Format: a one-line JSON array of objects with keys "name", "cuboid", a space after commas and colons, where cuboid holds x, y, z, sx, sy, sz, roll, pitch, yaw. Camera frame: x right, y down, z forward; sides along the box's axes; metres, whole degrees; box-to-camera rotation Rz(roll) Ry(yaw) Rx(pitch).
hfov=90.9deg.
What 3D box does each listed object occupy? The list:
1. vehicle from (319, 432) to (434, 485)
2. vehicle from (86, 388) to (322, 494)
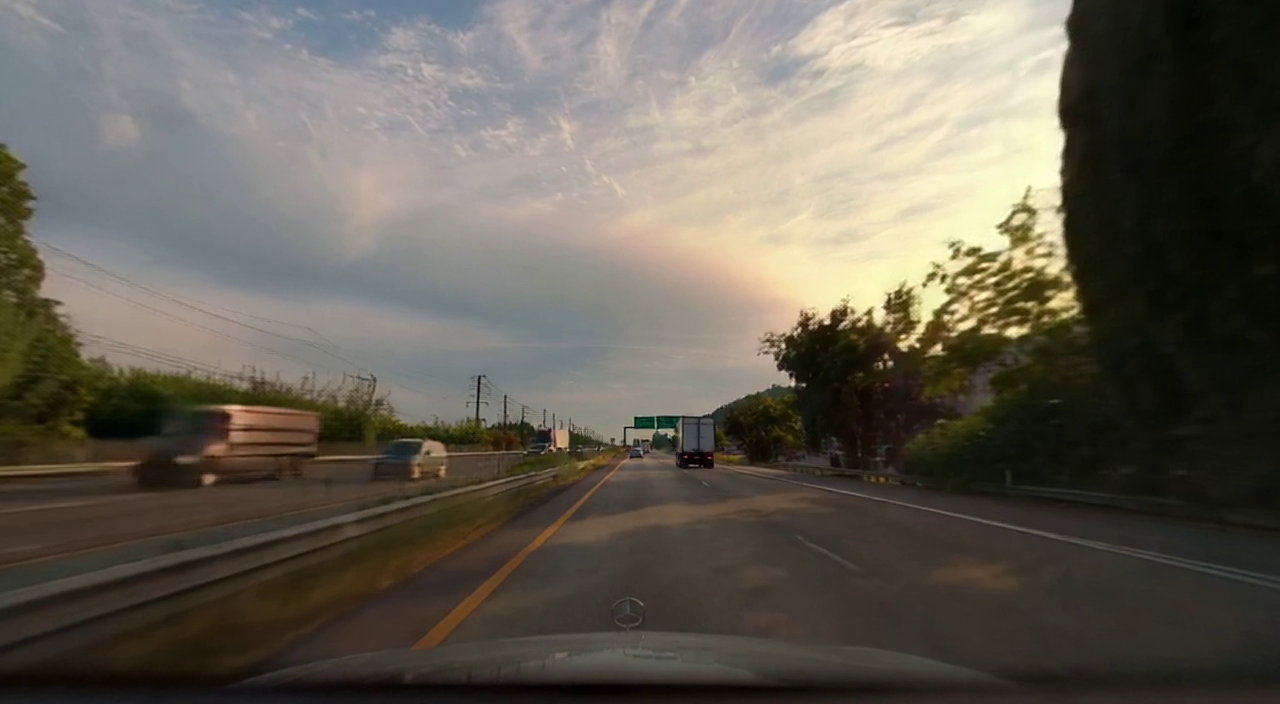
[{"name": "vehicle", "cuboid": [-8.206, 3.361, 20.082, 1.864, 1.492, 4.032, 0, -9, 1]}, {"name": "vehicle", "cuboid": [-12.388, 2.668, 18.781, 2.397, 2.585, 6.311, 0, -9, 1]}]
